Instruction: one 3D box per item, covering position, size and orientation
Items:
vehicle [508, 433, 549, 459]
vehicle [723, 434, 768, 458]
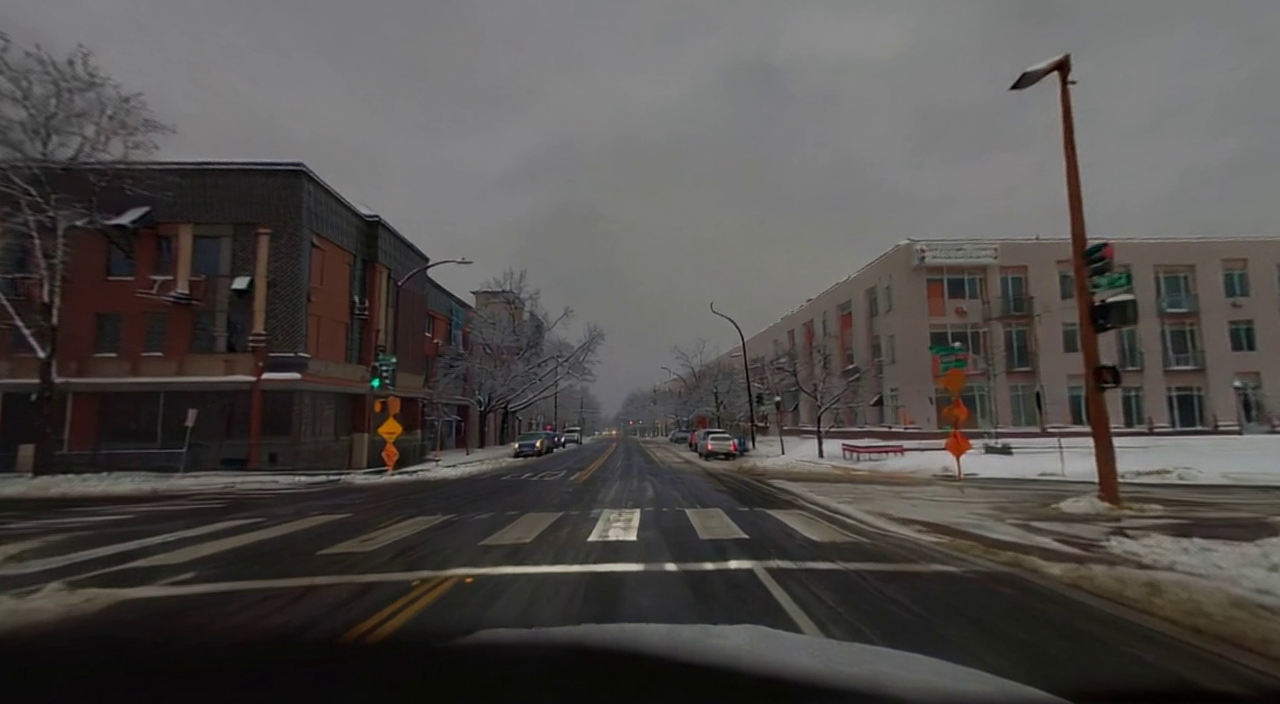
[{"bbox_3d":[-7.392,6.249,42.076,2.127,1.533,4.547,-1,-8,-3],"label":"vehicle"},{"bbox_3d":[6.783,6.099,40.948,1.997,1.510,4.455,0,-8,-2],"label":"vehicle"}]
